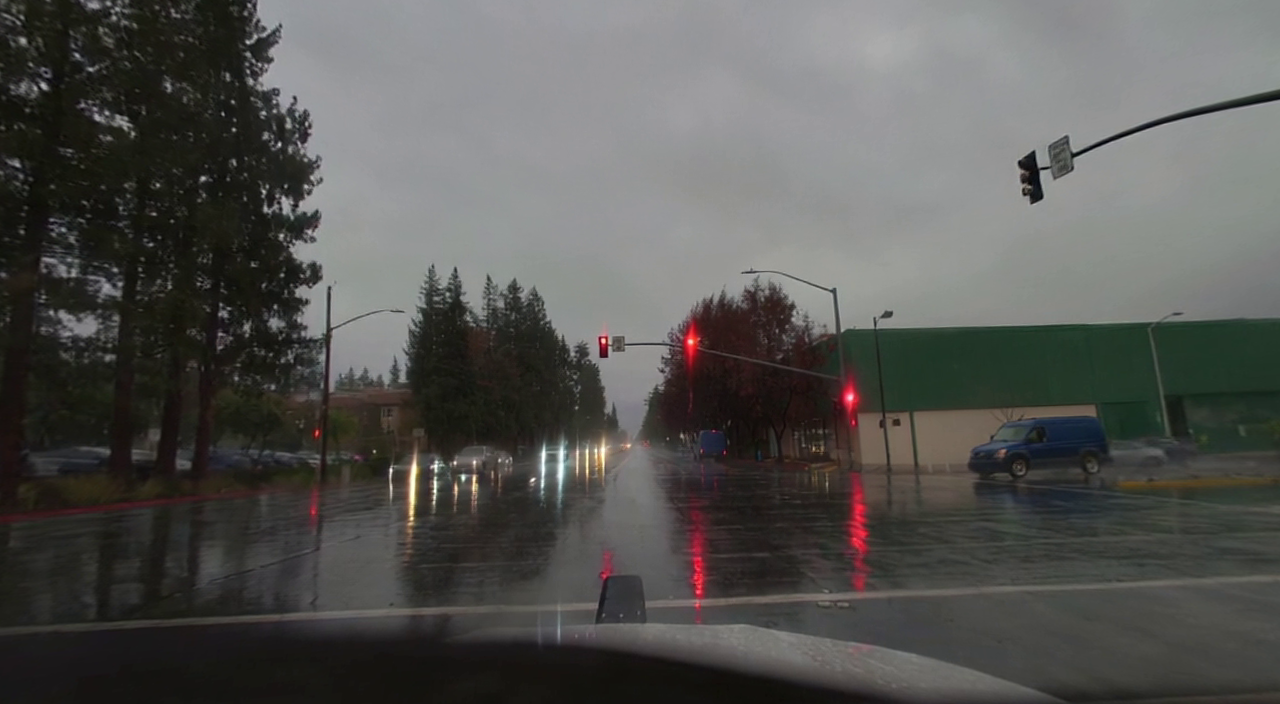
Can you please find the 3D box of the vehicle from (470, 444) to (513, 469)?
[{"bbox_3d":[-9.019,6.371,38.758,1.779,1.460,4.463,0,-9,-3],"label":"vehicle"}]

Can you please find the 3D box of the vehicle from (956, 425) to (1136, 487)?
[{"bbox_3d":[14.846,3.757,23.127,5.910,2.046,2.228,3,-9,-19],"label":"vehicle"}]

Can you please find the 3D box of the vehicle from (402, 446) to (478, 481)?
[{"bbox_3d":[-9.008,5.028,28.872,2.024,1.460,4.381,0,-9,0],"label":"vehicle"}]

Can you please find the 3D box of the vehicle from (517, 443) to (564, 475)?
[{"bbox_3d":[-4.788,5.191,30.921,1.846,1.416,4.228,0,-9,-3],"label":"vehicle"}]
